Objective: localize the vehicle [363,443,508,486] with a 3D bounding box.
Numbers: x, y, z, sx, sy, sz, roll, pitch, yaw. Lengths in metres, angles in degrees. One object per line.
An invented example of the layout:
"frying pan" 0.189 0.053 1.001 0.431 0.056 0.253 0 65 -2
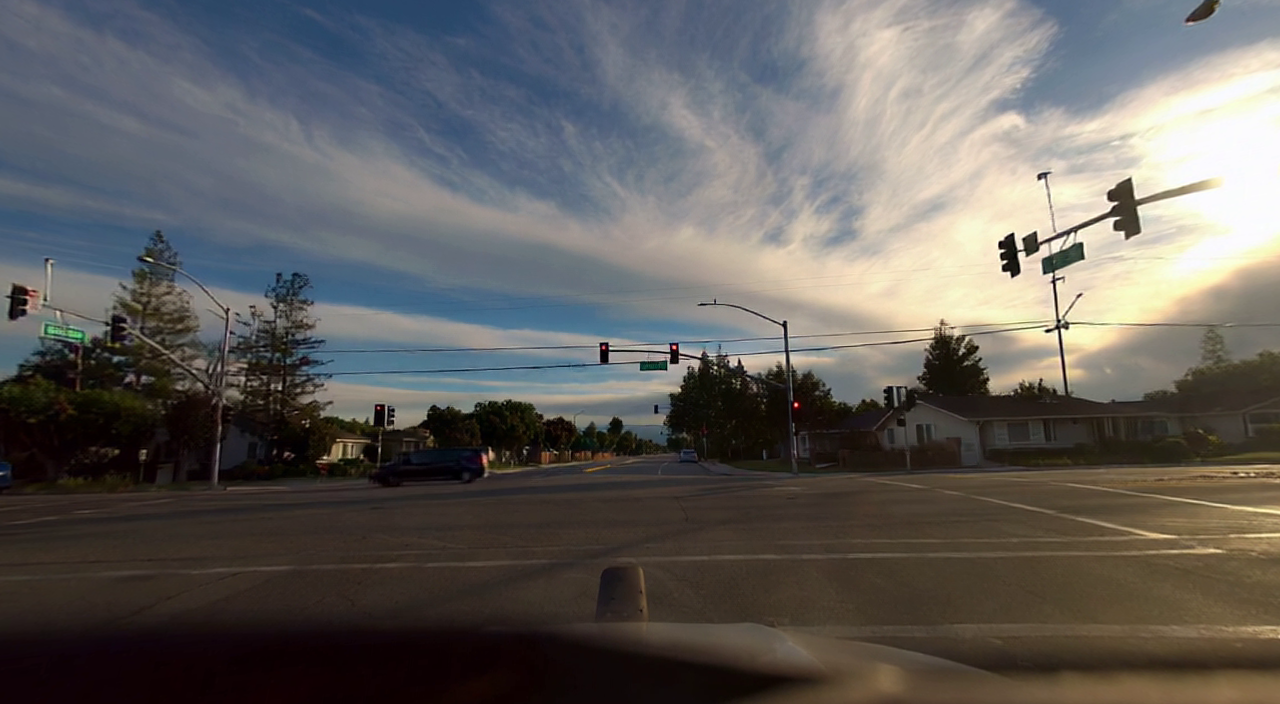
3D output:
"vehicle" -7.236 4.011 22.656 4.562 1.460 1.822 0 -8 0
